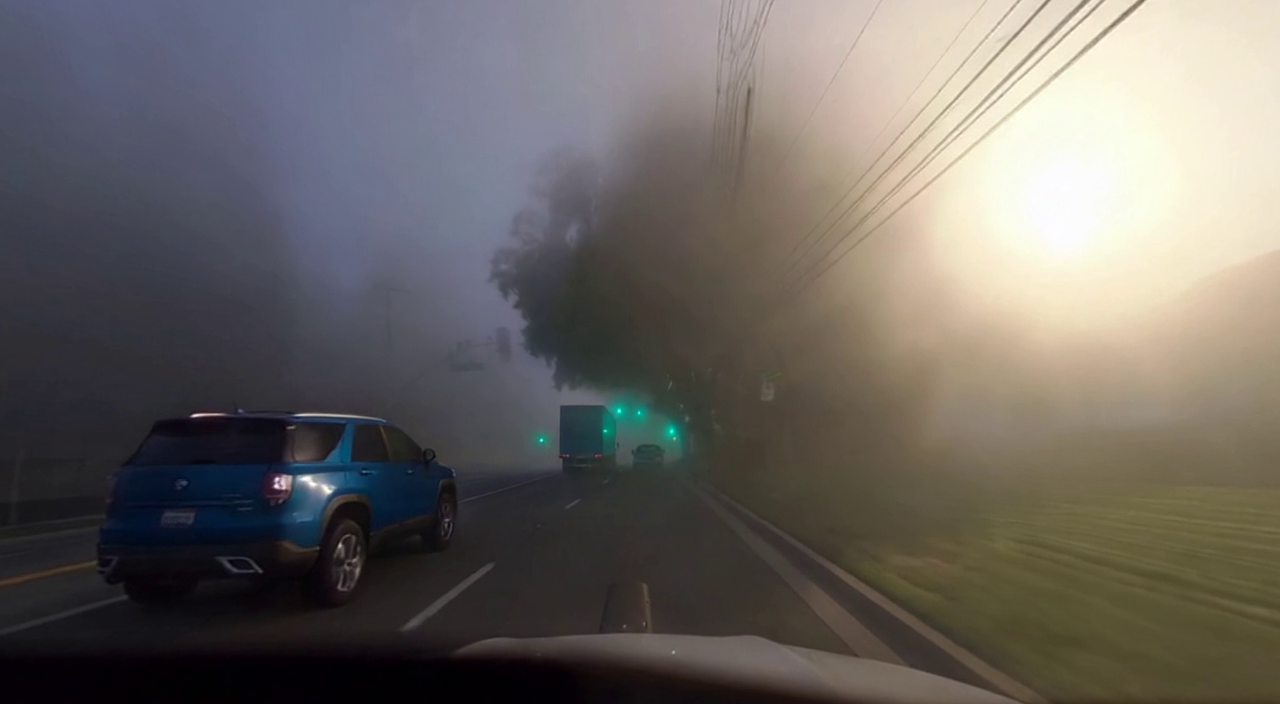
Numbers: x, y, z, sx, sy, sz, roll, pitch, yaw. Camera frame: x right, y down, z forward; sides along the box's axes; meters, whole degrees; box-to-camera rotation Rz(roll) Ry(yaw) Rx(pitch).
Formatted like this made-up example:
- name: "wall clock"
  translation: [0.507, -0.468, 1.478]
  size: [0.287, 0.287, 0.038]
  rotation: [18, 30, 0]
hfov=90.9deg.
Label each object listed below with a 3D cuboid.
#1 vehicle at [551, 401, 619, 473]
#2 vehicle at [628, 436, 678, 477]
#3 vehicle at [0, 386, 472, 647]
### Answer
- name: "vehicle"
  translation: [-2.991, 5.052, 36.939]
  size: [2.928, 3.658, 8.980]
  rotation: [0, -9, 1]
- name: "vehicle"
  translation: [0.592, 4.885, 29.698]
  size: [2.174, 1.749, 4.113]
  rotation: [0, -9, 1]
- name: "vehicle"
  translation: [-3.566, 1.508, 6.818]
  size: [2.093, 1.832, 4.508]
  rotation: [-1, -9, 2]
